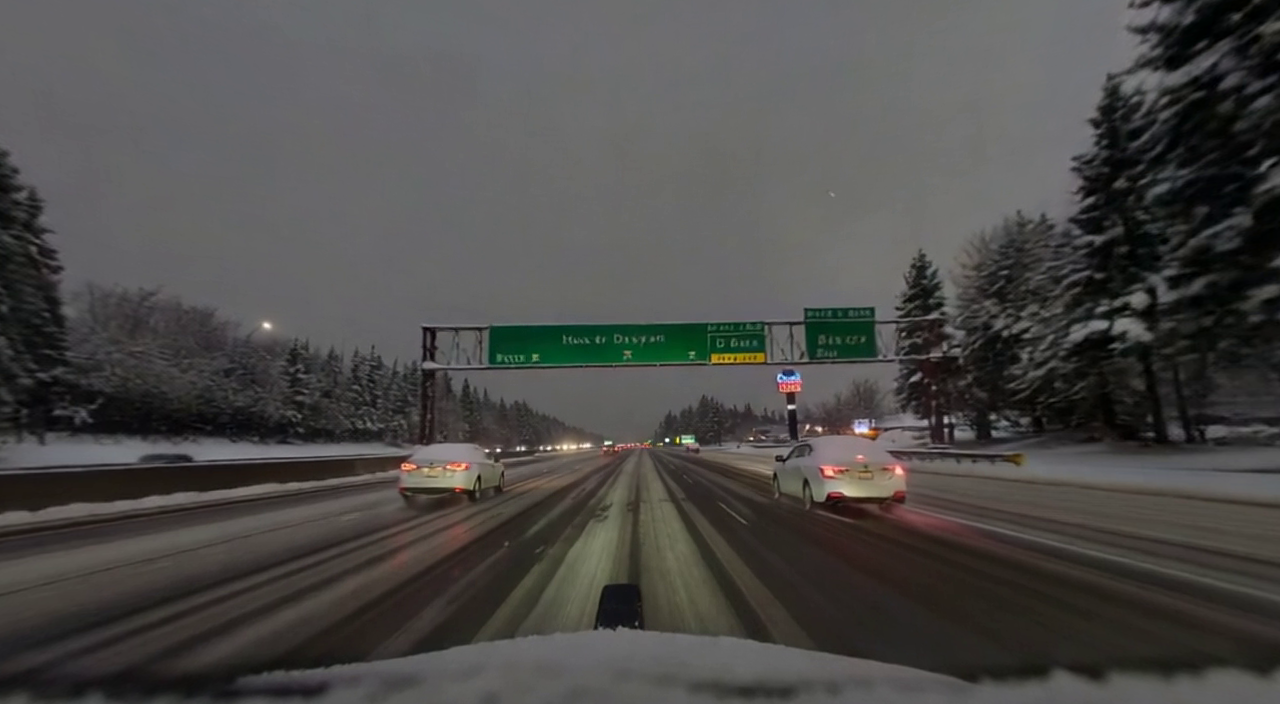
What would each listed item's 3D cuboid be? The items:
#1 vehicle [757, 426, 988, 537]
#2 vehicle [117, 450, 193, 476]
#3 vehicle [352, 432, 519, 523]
[{"bbox_3d":[3.657,2.142,11.189,2.164,1.507,4.914,0,-8,-1],"label":"vehicle"},{"bbox_3d":[-26.898,6.127,35.114,1.574,1.304,3.400,0,-8,-2],"label":"vehicle"},{"bbox_3d":[-3.878,2.436,12.875,1.939,1.508,4.272,0,-8,1],"label":"vehicle"}]
